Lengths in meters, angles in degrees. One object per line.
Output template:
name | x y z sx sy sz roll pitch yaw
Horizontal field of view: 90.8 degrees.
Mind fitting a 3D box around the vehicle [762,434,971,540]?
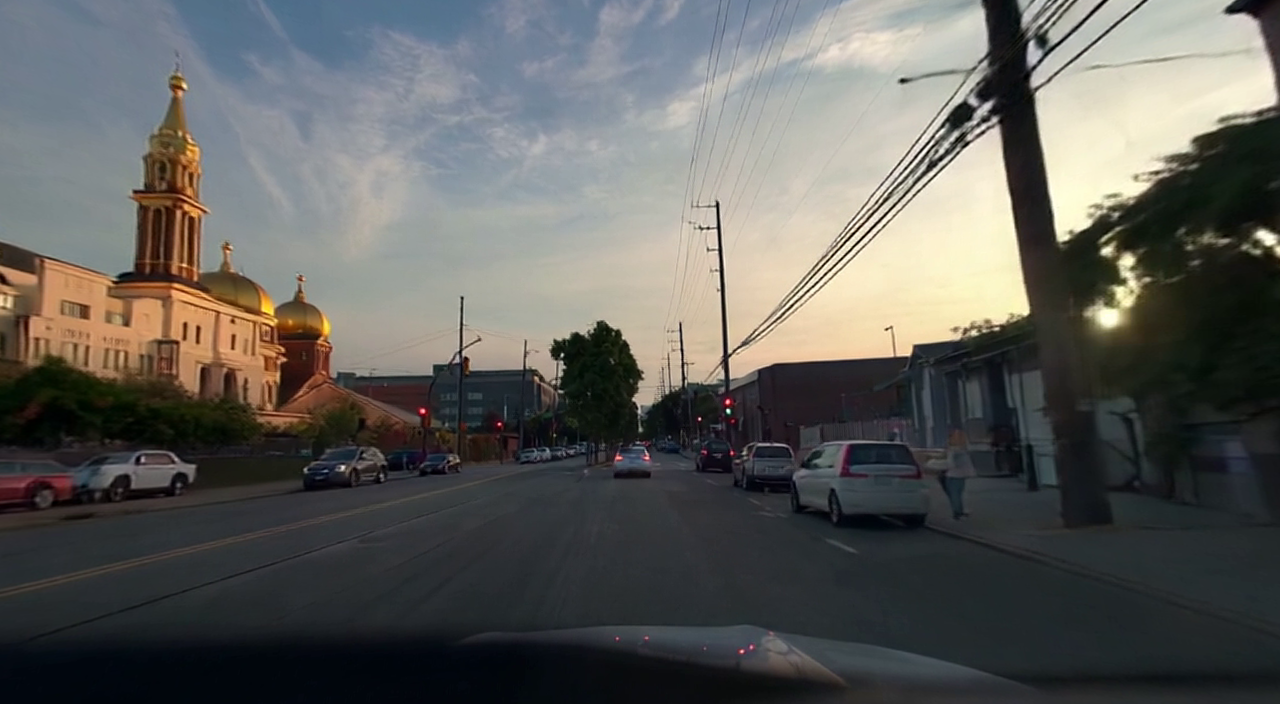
vehicle | 3.792 2.328 11.642 1.944 1.530 4.539 1 -8 -3

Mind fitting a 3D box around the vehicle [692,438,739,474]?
vehicle | 3.905 5.459 33.401 2.015 1.780 4.261 0 -8 1

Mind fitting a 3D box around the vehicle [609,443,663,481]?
vehicle | -0.186 4.485 26.100 2.049 1.453 4.299 0 -8 -1

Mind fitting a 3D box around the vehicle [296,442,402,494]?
vehicle | -12.191 4.850 26.910 2.071 1.814 5.185 -5 -8 0

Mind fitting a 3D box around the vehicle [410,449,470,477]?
vehicle | -11.978 6.663 38.166 1.980 1.502 4.655 0 -8 2
